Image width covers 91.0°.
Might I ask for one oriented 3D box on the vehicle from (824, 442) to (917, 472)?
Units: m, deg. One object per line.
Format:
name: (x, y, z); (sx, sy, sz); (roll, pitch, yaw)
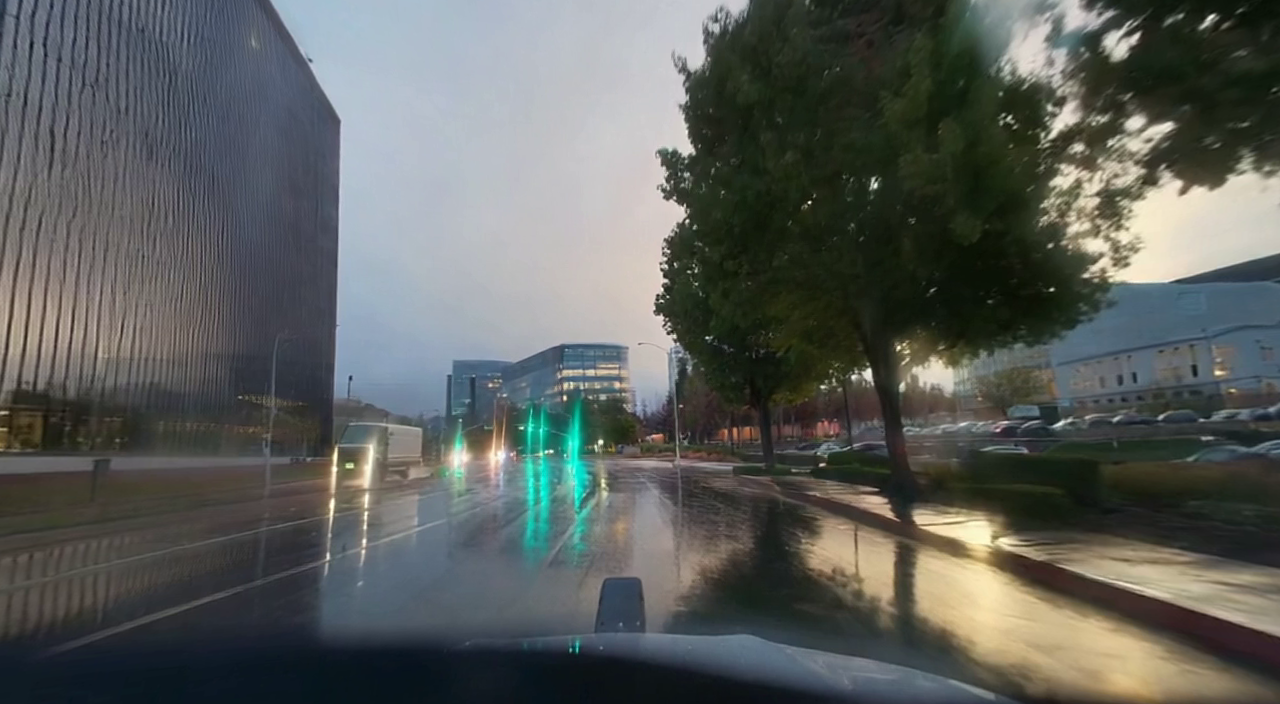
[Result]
vehicle: (13.665, 6.243, 37.556); (4.728, 1.696, 1.973); (0, -8, 3)

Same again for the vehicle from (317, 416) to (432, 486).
vehicle: (-15.689, 6.012, 38.411); (3.052, 3.601, 10.794); (1, -9, -5)
